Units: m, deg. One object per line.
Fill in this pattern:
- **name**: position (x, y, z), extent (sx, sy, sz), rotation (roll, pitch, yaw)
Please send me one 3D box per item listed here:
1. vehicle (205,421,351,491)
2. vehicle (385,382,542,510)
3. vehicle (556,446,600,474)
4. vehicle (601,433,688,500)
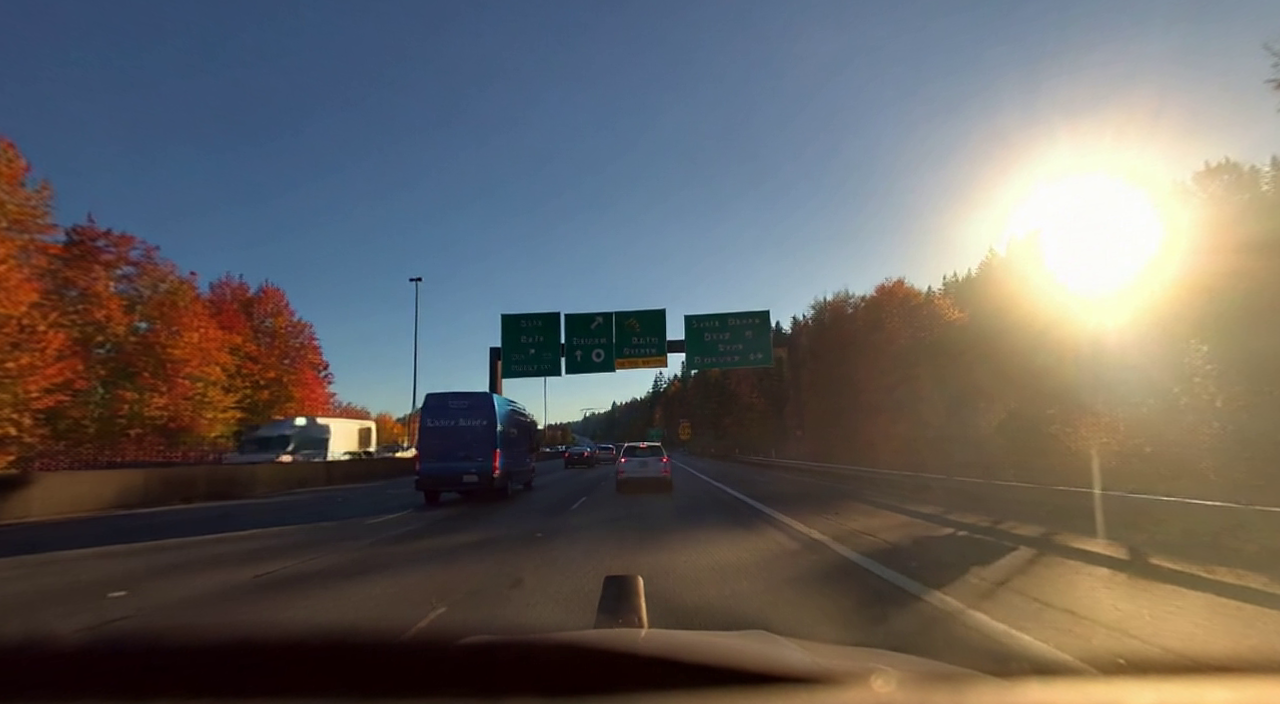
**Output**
- **vehicle**: position (-14.018, 4.094, 24.842), extent (2.221, 2.411, 5.749), rotation (0, -9, 1)
- **vehicle**: position (-4.176, 2.431, 16.213), extent (2.275, 2.692, 5.810), rotation (0, -9, 1)
- **vehicle**: position (-3.483, 6.118, 35.796), extent (2.015, 1.496, 4.312), rotation (0, -9, 1)
- **vehicle**: position (0.151, 3.221, 17.954), extent (2.195, 1.679, 4.070), rotation (0, -9, 1)
